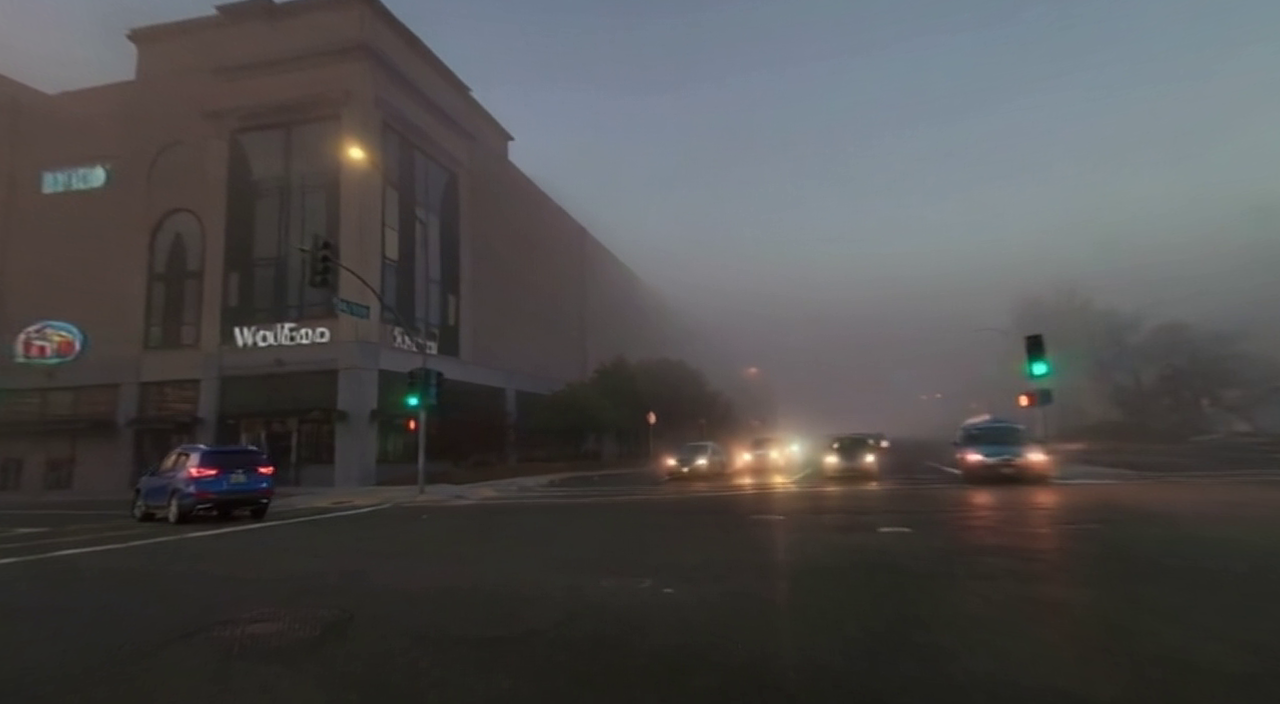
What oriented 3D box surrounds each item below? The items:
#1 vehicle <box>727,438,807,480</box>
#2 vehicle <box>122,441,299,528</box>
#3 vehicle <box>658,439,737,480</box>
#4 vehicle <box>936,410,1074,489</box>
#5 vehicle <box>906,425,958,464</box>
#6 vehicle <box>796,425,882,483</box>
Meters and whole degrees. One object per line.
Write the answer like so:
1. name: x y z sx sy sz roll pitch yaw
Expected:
1. vehicle: 5.226 4.295 25.587 2.163 1.529 4.210 -5 -10 25
2. vehicle: -10.464 3.088 15.303 4.445 1.762 2.238 -8 -11 39
3. vehicle: 2.588 4.645 27.554 2.005 1.596 4.342 -5 -10 26
4. vehicle: 10.310 2.831 18.368 2.160 1.948 4.784 -3 -9 15
5. vehicle: 17.558 5.577 38.221 2.453 2.122 5.431 -4 -9 22
6. vehicle: 7.074 3.540 22.106 2.162 1.788 4.603 -5 -10 25
